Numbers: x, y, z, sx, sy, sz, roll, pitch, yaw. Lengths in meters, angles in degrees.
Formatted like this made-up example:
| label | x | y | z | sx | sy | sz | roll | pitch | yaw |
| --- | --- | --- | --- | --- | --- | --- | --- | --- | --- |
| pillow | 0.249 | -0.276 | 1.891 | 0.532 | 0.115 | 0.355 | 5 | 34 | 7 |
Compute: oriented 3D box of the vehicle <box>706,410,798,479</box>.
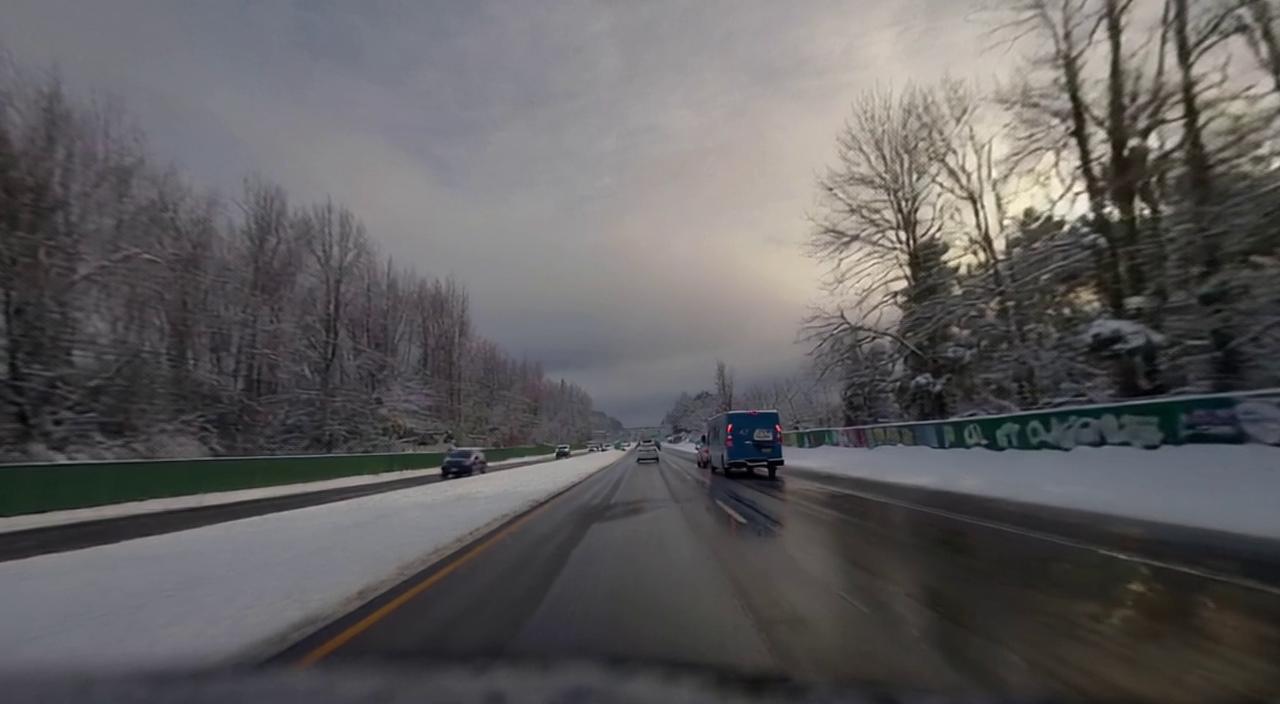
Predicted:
| label | x | y | z | sx | sy | sz | roll | pitch | yaw |
| --- | --- | --- | --- | --- | --- | --- | --- | --- | --- |
| vehicle | 4.777 | 4.159 | 28.327 | 2.712 | 2.659 | 6.992 | 0 | -8 | -1 |

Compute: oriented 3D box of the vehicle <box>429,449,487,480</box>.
| label | x | y | z | sx | sy | sz | roll | pitch | yaw |
| --- | --- | --- | --- | --- | --- | --- | --- | --- | --- |
| vehicle | -9.598 | 5.966 | 33.546 | 1.823 | 1.483 | 3.991 | 0 | -8 | 1 |

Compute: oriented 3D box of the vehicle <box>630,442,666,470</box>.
| label | x | y | z | sx | sy | sz | roll | pitch | yaw |
| --- | --- | --- | --- | --- | --- | --- | --- | --- | --- |
| vehicle | 0.484 | 6.167 | 37.629 | 2.030 | 1.572 | 4.067 | 0 | -8 | 0 |
